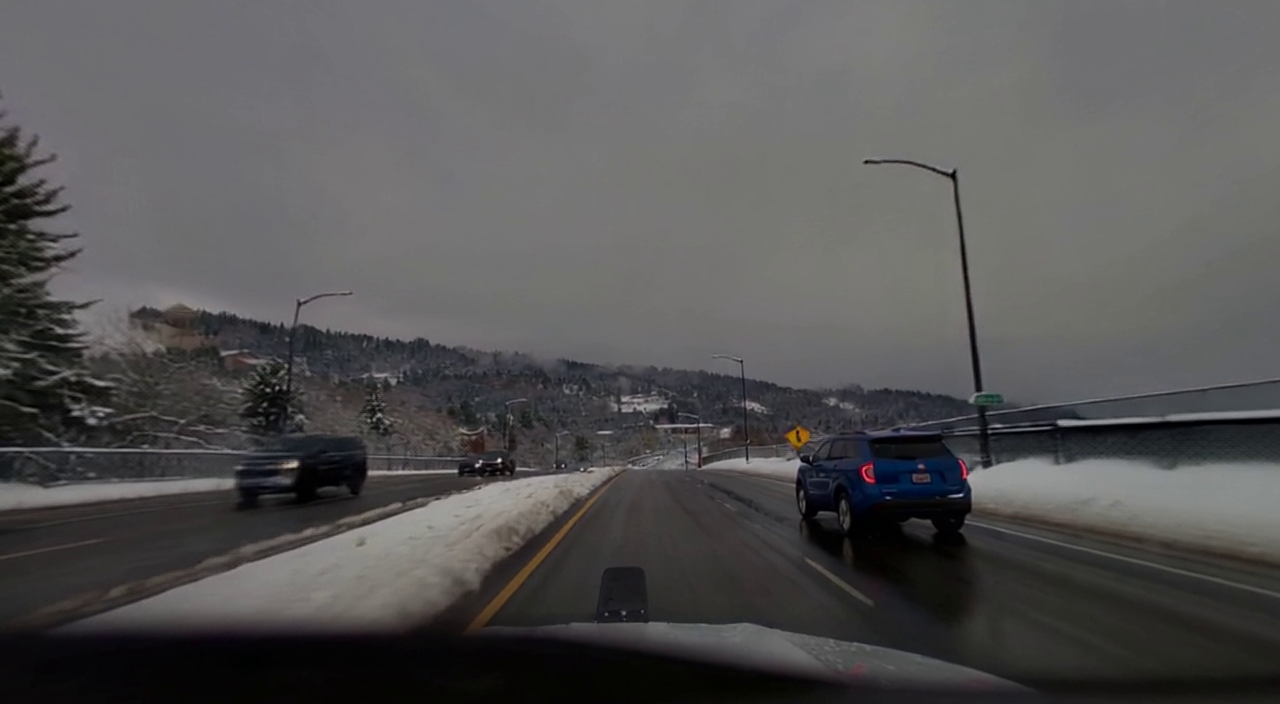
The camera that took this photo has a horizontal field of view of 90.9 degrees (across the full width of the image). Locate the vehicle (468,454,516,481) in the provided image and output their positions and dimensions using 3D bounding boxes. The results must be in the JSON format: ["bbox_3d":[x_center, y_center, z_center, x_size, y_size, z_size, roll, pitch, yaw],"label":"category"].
[{"bbox_3d":[-10.403,8.129,44.695,2.144,1.762,4.604,-1,-8,1],"label":"vehicle"}]

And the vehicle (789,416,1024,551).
[{"bbox_3d":[3.994,2.034,10.444,1.989,1.730,4.324,-1,-8,1],"label":"vehicle"}]

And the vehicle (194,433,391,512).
[{"bbox_3d":[-10.364,3.618,19.667,2.597,2.034,6.006,-1,-8,1],"label":"vehicle"}]
